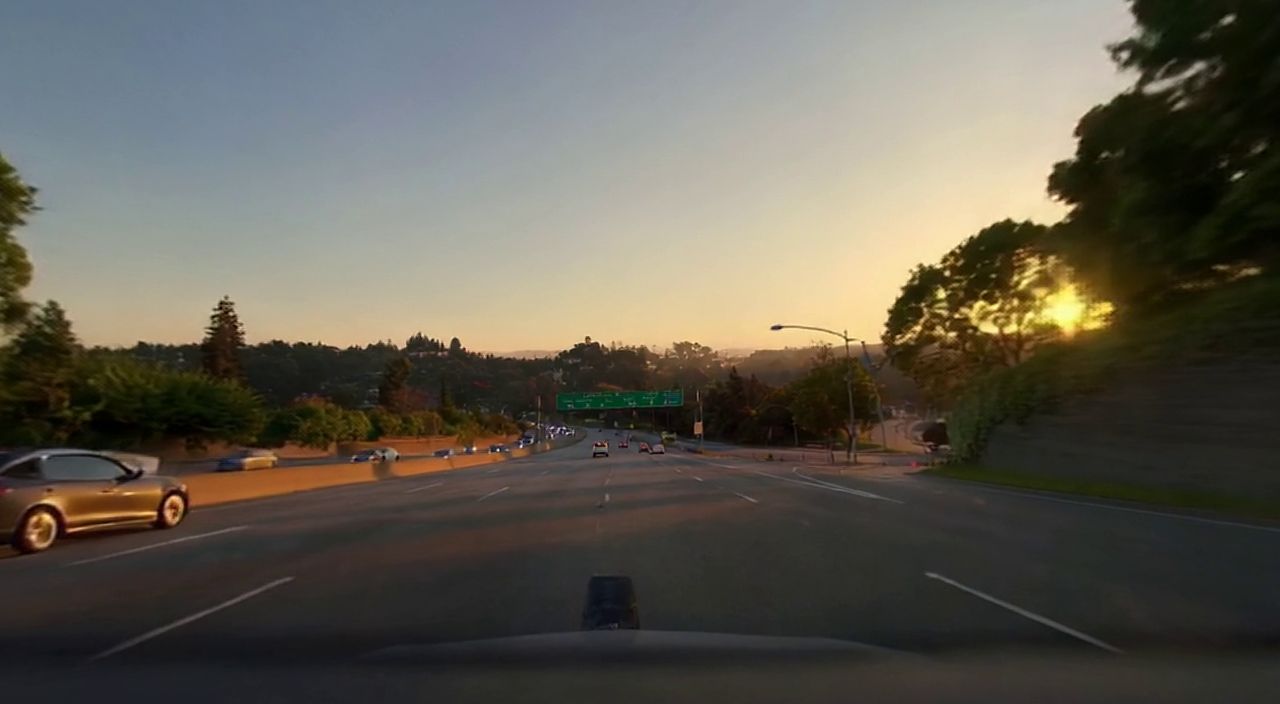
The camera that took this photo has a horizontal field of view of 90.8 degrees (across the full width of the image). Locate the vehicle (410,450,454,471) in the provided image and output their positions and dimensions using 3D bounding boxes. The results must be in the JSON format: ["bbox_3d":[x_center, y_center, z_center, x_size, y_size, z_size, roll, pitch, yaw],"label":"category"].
[{"bbox_3d":[-15.235,7.954,46.464,1.869,1.438,4.435,0,-9,-2],"label":"vehicle"}]

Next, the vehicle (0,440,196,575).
[{"bbox_3d":[-8.298,1.912,8.088,2.060,1.507,4.494,0,-9,-2],"label":"vehicle"}]

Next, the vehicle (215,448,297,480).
[{"bbox_3d":[-21.726,6.337,35.951,2.044,1.654,4.344,0,-9,-2],"label":"vehicle"}]
